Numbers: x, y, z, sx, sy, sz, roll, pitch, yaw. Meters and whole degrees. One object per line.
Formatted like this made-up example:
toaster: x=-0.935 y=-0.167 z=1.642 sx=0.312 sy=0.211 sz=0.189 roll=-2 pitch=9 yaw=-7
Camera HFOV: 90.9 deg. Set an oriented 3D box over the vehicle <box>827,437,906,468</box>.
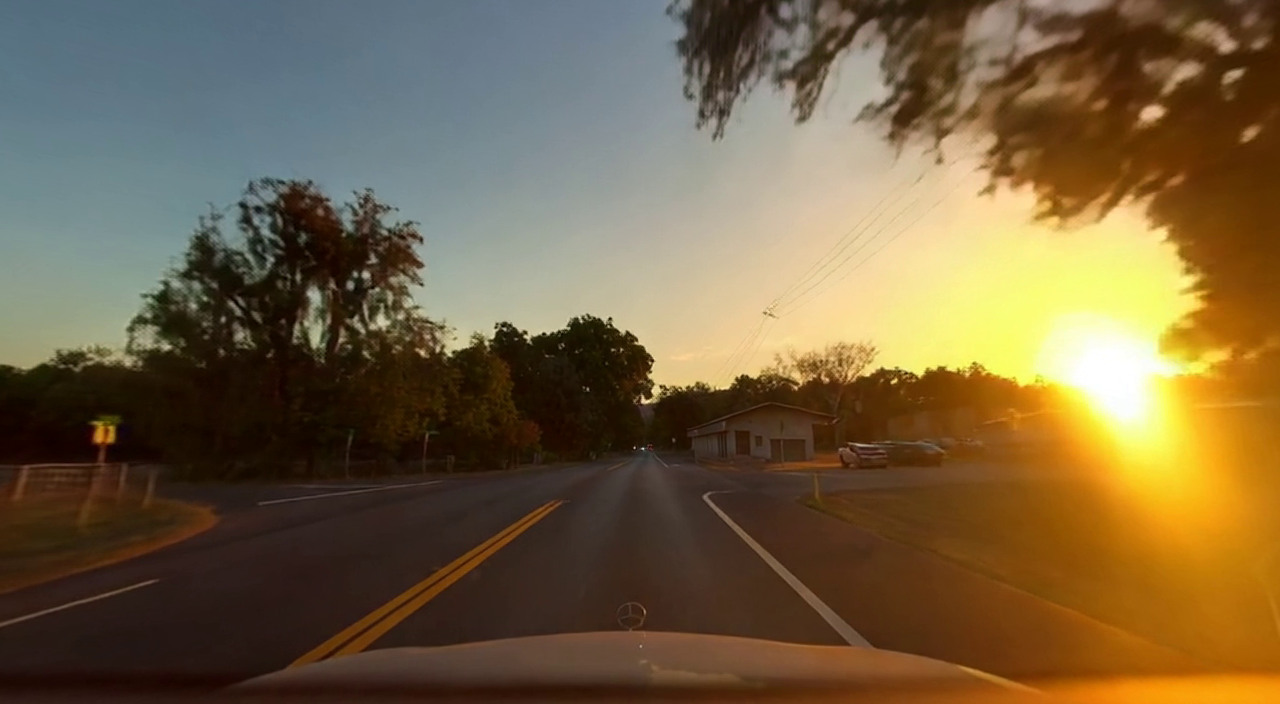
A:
vehicle: x=14.520 y=6.466 z=40.805 sx=2.037 sy=1.829 sz=4.919 roll=3 pitch=-9 yaw=-21
